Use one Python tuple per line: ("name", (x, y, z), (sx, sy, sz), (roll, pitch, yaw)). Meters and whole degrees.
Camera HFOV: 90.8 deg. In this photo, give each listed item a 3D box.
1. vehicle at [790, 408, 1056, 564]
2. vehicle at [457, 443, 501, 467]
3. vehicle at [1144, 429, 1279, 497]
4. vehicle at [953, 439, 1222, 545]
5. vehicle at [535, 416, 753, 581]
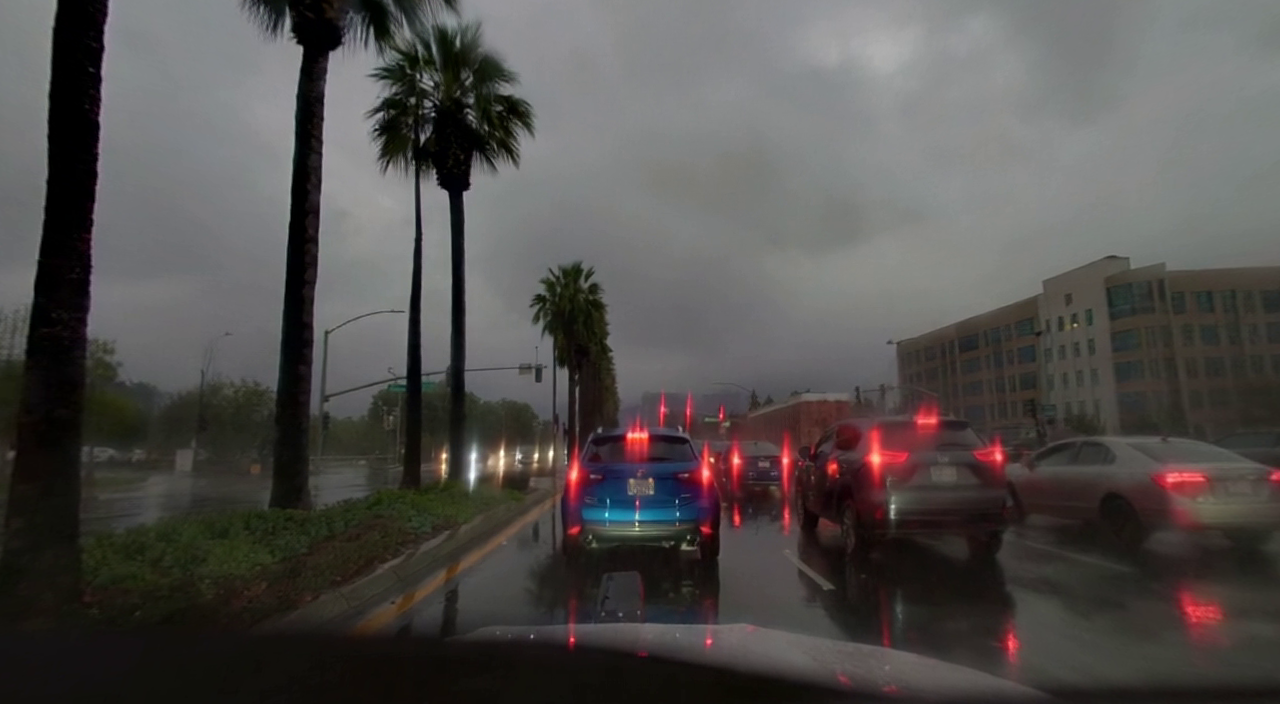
("vehicle", (3.674, 1.819, 9.225), (1.947, 1.725, 4.159), (0, -9, 1))
("vehicle", (-12.376, 7.945, 48.778), (2.180, 1.776, 4.521), (0, -9, 0))
("vehicle", (18.052, 3.209, 18.460), (4.786, 1.848, 2.107), (0, -9, -1))
("vehicle", (7.363, 2.293, 11.023), (1.832, 1.477, 3.981), (0, -9, 1))
("vehicle", (0.031, 1.712, 8.139), (2.083, 1.572, 4.021), (0, -9, 0))
